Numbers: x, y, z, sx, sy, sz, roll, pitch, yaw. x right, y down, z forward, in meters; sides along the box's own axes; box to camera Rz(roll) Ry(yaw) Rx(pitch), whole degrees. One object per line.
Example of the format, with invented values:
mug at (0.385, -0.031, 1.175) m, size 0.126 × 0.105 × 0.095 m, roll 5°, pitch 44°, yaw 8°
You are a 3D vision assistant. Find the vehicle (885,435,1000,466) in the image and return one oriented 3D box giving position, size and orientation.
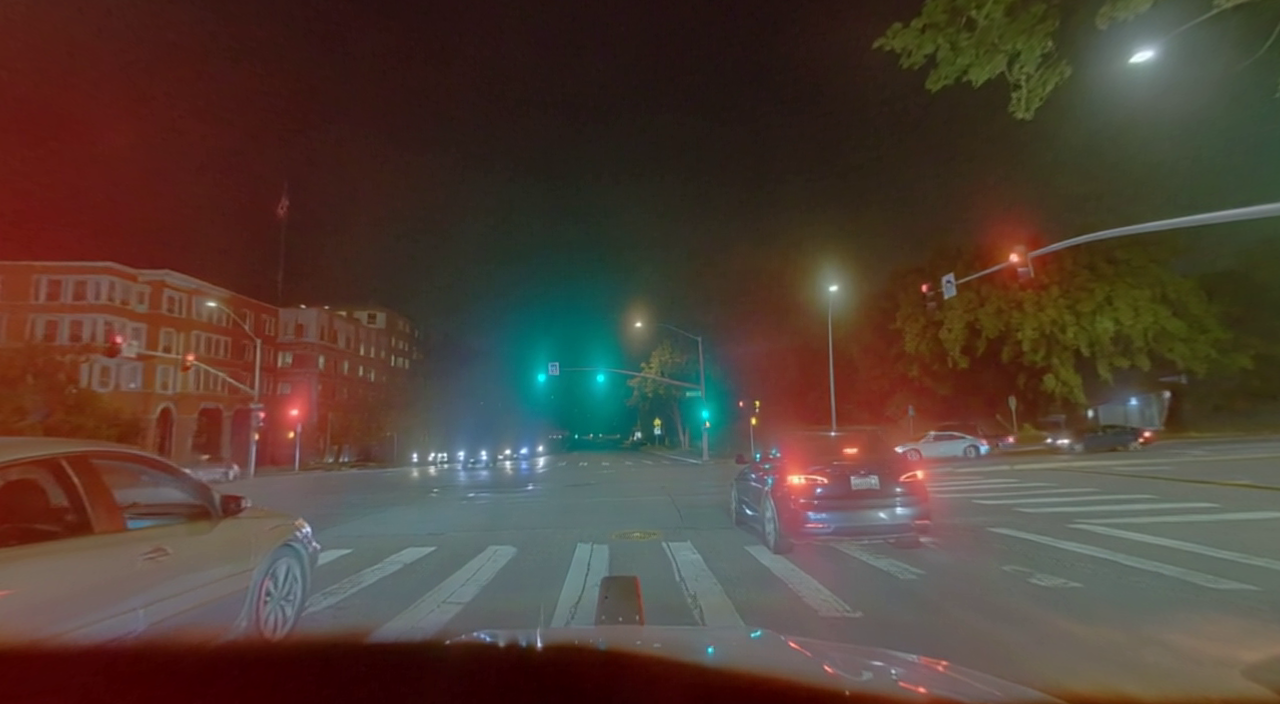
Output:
vehicle at (14.948, 4.892, 31.404) m, size 4.660 × 1.495 × 2.007 m, roll 0°, pitch -8°, yaw -2°

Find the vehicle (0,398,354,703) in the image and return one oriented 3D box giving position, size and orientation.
vehicle at (-3.073, 0.937, 2.330) m, size 1.919 × 1.478 × 4.720 m, roll 0°, pitch -8°, yaw -1°

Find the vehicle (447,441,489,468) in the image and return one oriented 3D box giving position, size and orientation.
vehicle at (-12.843, 7.647, 47.407) m, size 2.051 × 1.715 × 4.346 m, roll -2°, pitch -6°, yaw -3°

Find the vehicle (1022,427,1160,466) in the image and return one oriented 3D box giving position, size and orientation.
vehicle at (18.179, 3.813, 25.589) m, size 4.181 × 1.483 × 1.831 m, roll 0°, pitch -8°, yaw -3°
